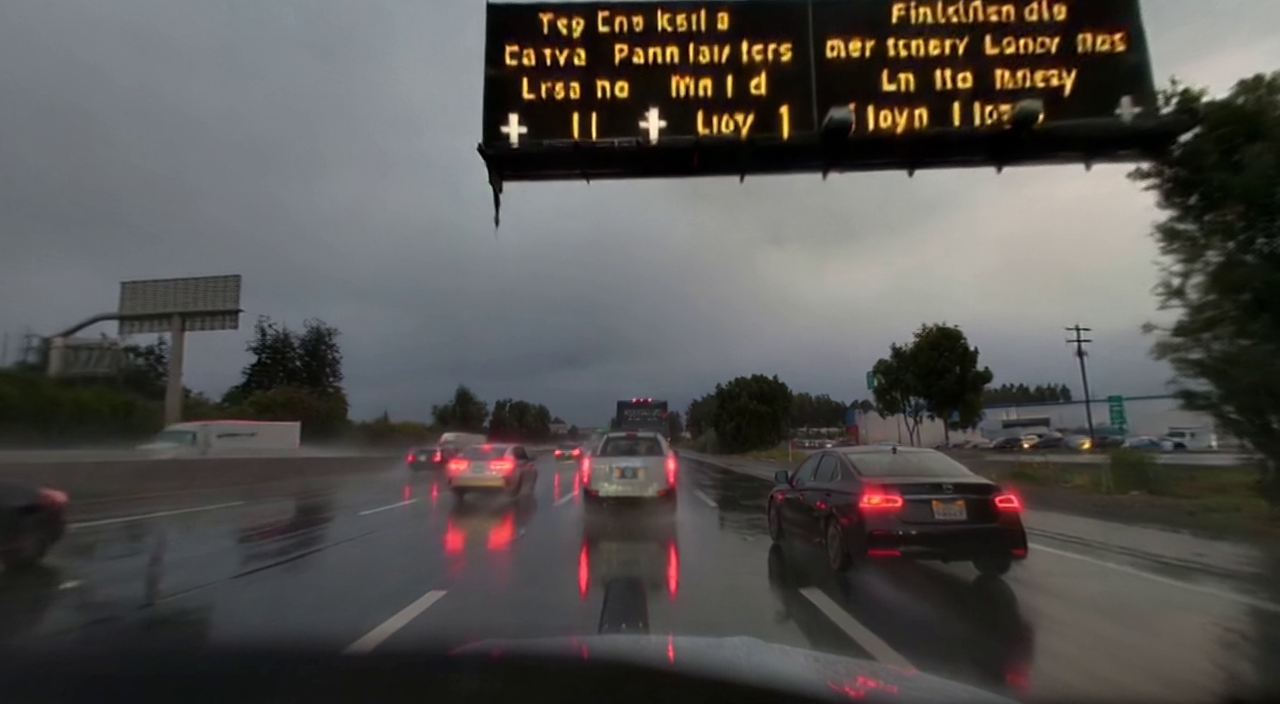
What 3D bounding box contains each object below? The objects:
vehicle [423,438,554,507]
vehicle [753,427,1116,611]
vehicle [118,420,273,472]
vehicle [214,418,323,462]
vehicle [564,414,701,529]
[{"bbox_3d":[-3.570,2.944,15.865,2.132,1.464,4.481,0,-9,1],"label":"vehicle"},{"bbox_3d":[2.804,1.696,7.422,2.018,1.470,4.491,0,-9,-1],"label":"vehicle"},{"bbox_3d":[-28.253,6.084,40.928,2.942,2.947,9.596,0,-9,1],"label":"vehicle"},{"bbox_3d":[-28.325,6.851,48.744,2.826,2.992,9.022,0,-9,1],"label":"vehicle"},{"bbox_3d":[-0.121,2.180,11.949,2.152,1.779,3.924,0,-9,0],"label":"vehicle"}]
